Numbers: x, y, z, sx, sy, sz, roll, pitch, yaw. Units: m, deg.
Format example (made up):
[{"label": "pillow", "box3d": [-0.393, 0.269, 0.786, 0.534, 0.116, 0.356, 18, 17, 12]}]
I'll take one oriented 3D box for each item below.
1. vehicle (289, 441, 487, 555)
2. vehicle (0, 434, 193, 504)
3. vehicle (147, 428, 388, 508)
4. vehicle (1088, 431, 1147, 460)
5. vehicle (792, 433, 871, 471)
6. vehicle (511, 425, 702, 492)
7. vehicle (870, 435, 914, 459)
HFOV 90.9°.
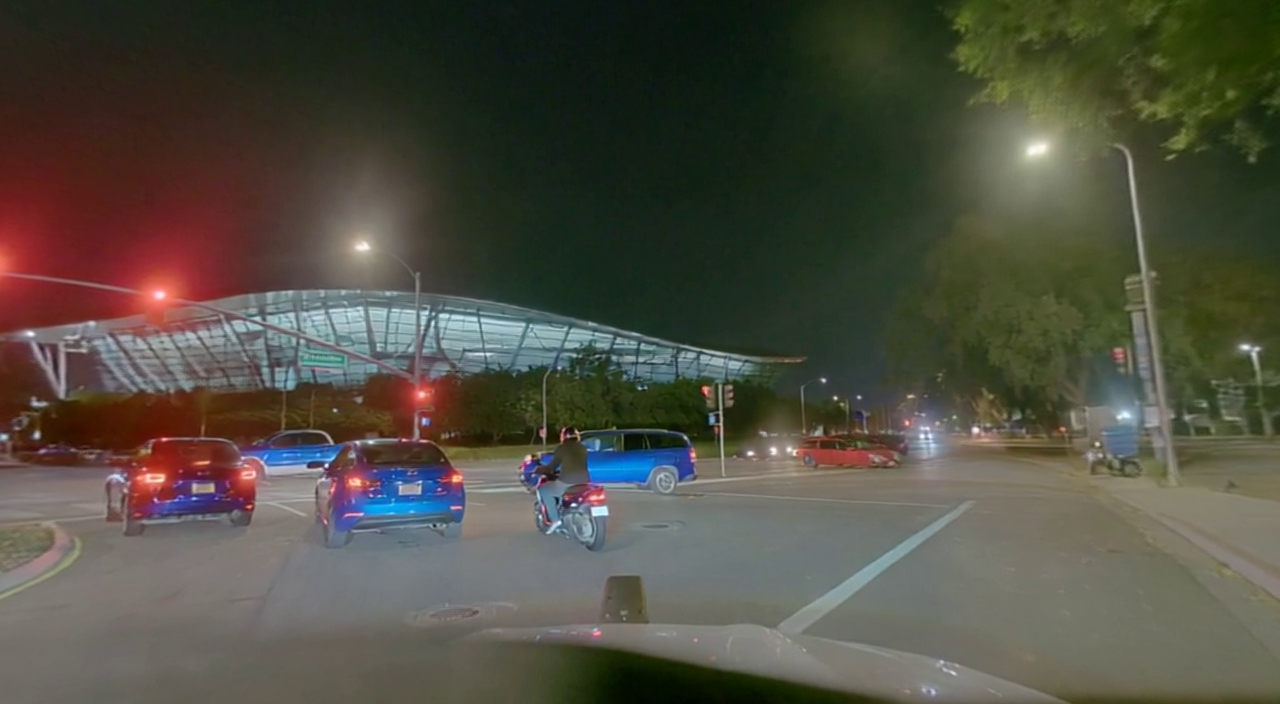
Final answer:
[{"label": "vehicle", "box3d": [-4.350, 2.232, 10.494, 2.009, 1.450, 4.182, 6, -10, -36]}, {"label": "vehicle", "box3d": [-14.919, 3.117, 17.060, 4.380, 1.727, 2.052, -2, -8, 12]}, {"label": "vehicle", "box3d": [-8.762, 2.749, 15.117, 4.583, 1.755, 1.936, -1, -8, 4]}, {"label": "vehicle", "box3d": [26.311, 5.150, 34.861, 1.872, 1.467, 4.385, -5, -9, 28]}, {"label": "vehicle", "box3d": [9.273, 4.788, 30.334, 2.084, 1.656, 4.583, -7, -10, 37]}, {"label": "vehicle", "box3d": [-1.093, 3.448, 20.890, 5.833, 1.960, 2.341, 3, -9, -24]}, {"label": "vehicle", "box3d": [17.650, 6.630, 44.060, 2.024, 1.543, 4.028, -6, -10, 32]}]
